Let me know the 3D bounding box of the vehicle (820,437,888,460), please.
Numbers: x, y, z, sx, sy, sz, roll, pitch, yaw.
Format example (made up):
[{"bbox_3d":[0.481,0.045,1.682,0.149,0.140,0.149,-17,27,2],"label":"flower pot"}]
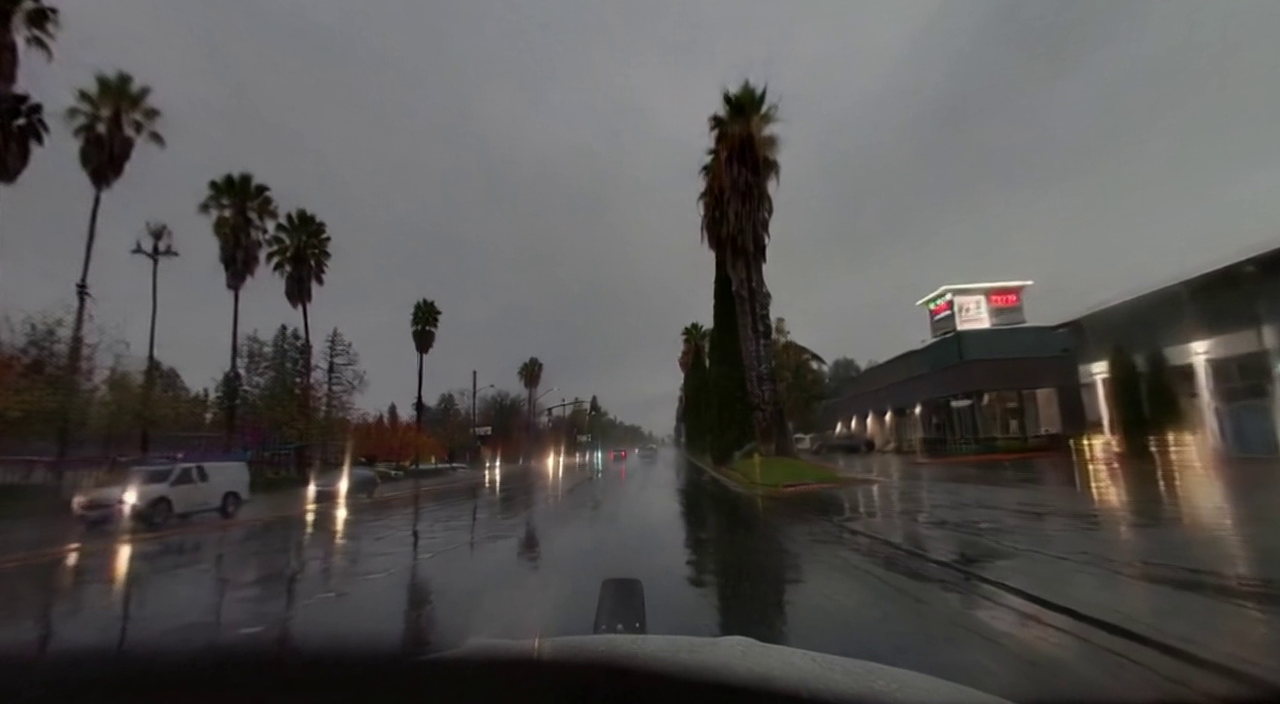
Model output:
[{"bbox_3d":[16.746,7.580,49.572,4.577,1.750,2.115,1,-9,-6],"label":"vehicle"}]

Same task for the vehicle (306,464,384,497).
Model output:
[{"bbox_3d":[-15.637,6.817,33.819,1.940,1.492,4.495,0,-9,1],"label":"vehicle"}]

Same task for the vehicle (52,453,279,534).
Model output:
[{"bbox_3d":[-12.495,3.691,17.235,2.306,1.807,4.927,0,-9,1],"label":"vehicle"}]
